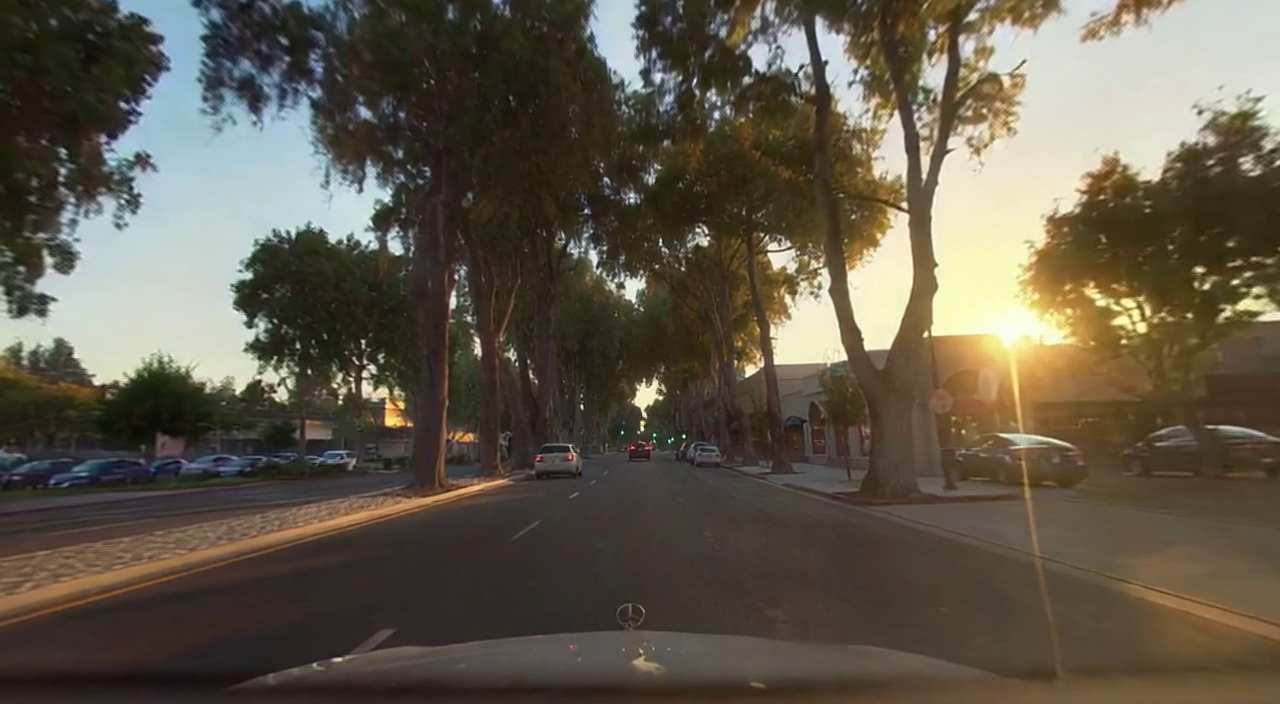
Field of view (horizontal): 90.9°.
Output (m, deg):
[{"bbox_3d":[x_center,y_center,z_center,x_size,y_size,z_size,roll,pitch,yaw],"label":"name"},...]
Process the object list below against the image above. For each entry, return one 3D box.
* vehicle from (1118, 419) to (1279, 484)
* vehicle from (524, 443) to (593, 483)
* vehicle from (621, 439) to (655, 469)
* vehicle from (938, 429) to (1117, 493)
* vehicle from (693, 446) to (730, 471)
[{"bbox_3d":[15.483,2.631,16.779,2.000,1.494,4.382,0,-8,-1],"label":"vehicle"},{"bbox_3d":[-3.239,4.517,25.988,2.151,1.484,4.468,0,-8,1],"label":"vehicle"},{"bbox_3d":[-0.147,6.576,40.780,2.075,1.770,4.018,0,-8,-1],"label":"vehicle"},{"bbox_3d":[10.194,2.905,17.107,1.998,1.494,4.411,0,-8,-1],"label":"vehicle"},{"bbox_3d":[4.502,6.756,40.283,1.896,1.451,4.329,0,-8,0],"label":"vehicle"}]
